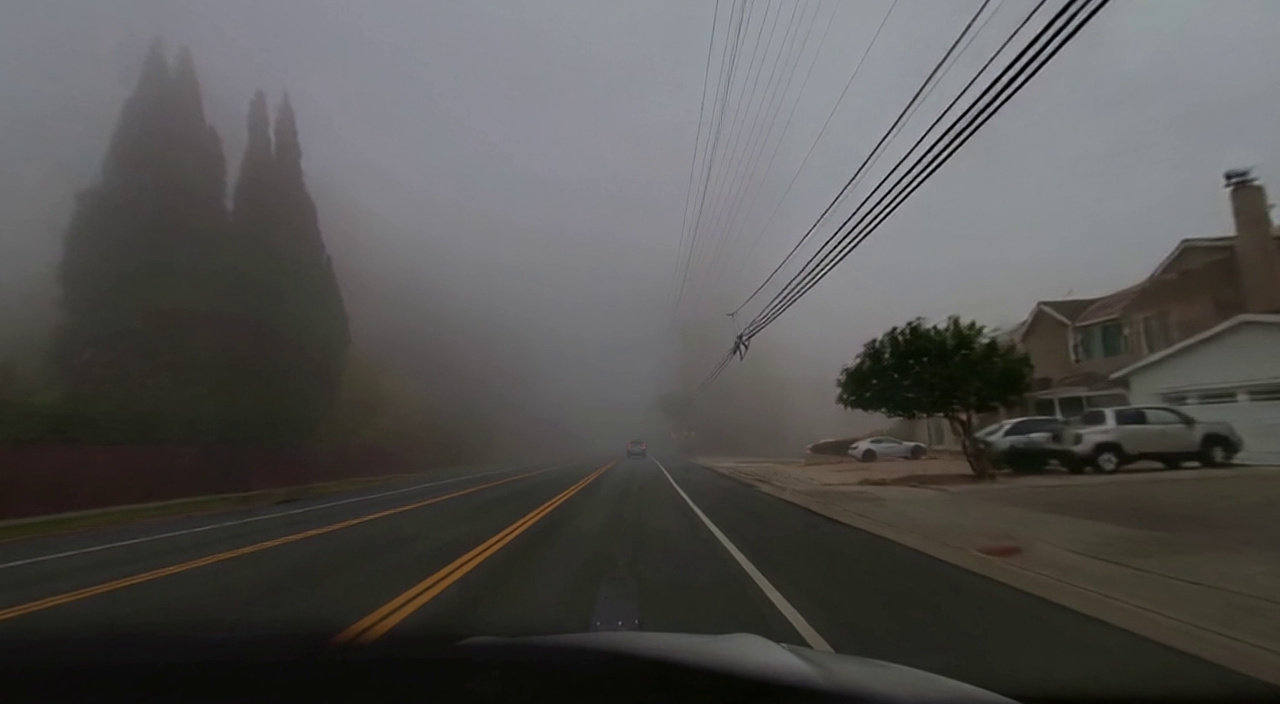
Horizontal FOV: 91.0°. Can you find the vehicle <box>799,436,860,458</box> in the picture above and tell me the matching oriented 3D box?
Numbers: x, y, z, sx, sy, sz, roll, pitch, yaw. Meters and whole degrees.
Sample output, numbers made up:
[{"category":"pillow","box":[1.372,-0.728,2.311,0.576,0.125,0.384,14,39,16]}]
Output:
[{"category":"vehicle","box":[14.174,7.111,47.215,3.855,1.548,1.937,0,-8,-8]}]

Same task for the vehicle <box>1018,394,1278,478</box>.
[{"category":"vehicle","box":[13.031,2.205,16.452,4.905,2.056,2.058,0,-9,0]}]

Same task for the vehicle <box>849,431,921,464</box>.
[{"category":"vehicle","box":[12.203,4.782,31.643,1.846,1.523,4.492,0,-8,1]}]
